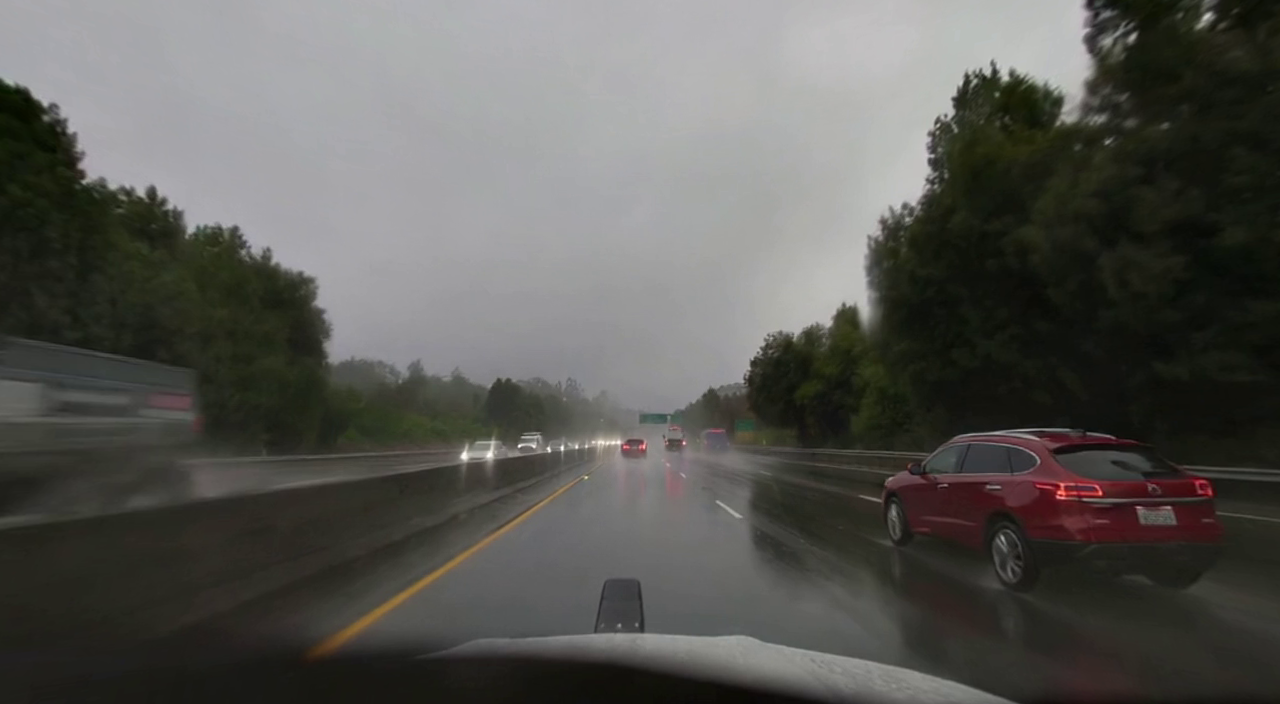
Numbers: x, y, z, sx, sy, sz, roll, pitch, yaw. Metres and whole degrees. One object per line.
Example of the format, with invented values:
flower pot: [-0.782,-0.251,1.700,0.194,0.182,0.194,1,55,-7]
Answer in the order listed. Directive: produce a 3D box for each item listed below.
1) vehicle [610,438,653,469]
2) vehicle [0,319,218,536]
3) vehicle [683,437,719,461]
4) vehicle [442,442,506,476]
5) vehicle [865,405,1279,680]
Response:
vehicle: [-0.458,5.211,32.780,2.055,1.466,4.317,0,-8,-1]
vehicle: [-11.675,1.387,11.389,2.726,3.457,7.709,0,-8,0]
vehicle: [4.224,6.713,43.928,1.995,1.556,3.893,0,-8,-2]
vehicle: [-7.750,5.016,29.903,1.897,1.451,4.137,0,-8,0]
vehicle: [3.995,1.370,5.904,1.961,1.495,4.743,0,-8,-1]
